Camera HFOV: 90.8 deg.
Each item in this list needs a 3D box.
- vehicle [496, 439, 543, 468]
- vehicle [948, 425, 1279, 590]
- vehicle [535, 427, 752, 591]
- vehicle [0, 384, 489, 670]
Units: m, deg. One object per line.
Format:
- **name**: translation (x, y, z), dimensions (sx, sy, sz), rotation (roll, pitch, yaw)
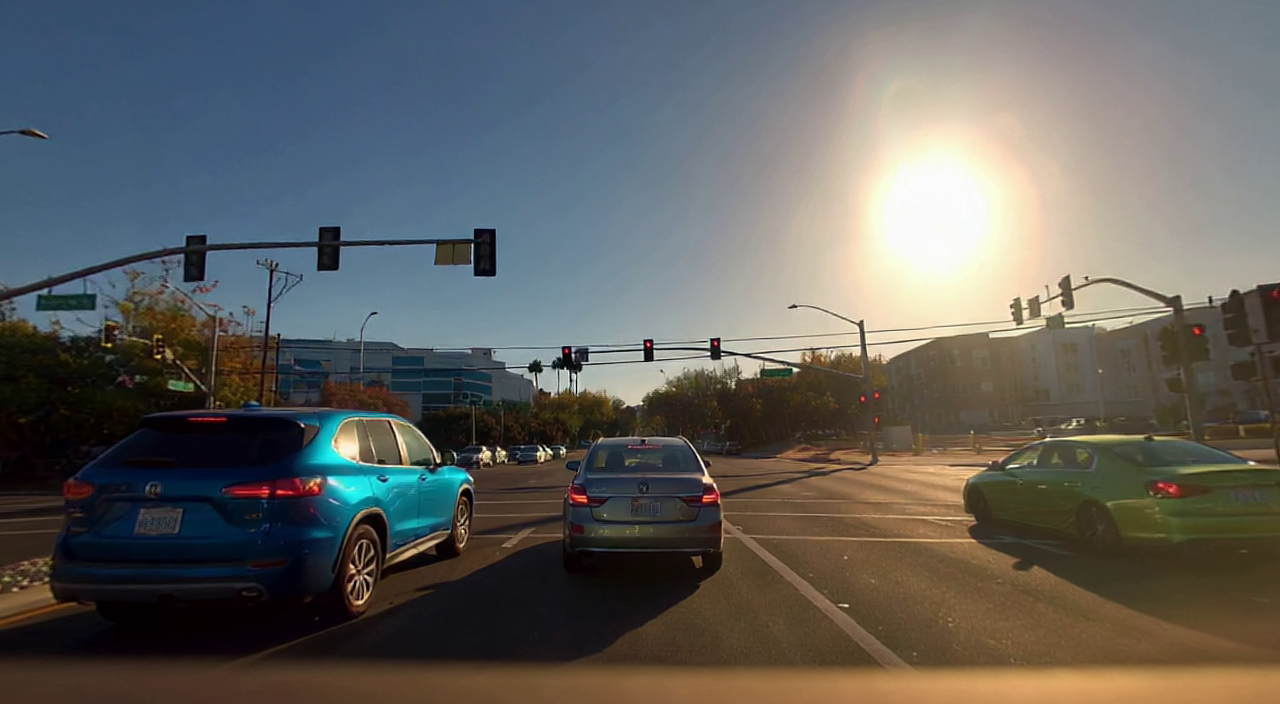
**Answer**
- **vehicle**: translation (-7.943, 6.706, 42.036), dimensions (2.130, 1.810, 4.450), rotation (-2, -8, 1)
- **vehicle**: translation (6.088, 1.760, 8.100), dimensions (1.970, 1.489, 4.482), rotation (0, -8, -1)
- **vehicle**: translation (-0.002, 1.707, 7.719), dimensions (1.942, 1.445, 3.973), rotation (0, -8, -1)
- **vehicle**: translation (-3.104, 1.369, 6.071), dimensions (2.051, 1.682, 4.467), rotation (0, -8, 2)
